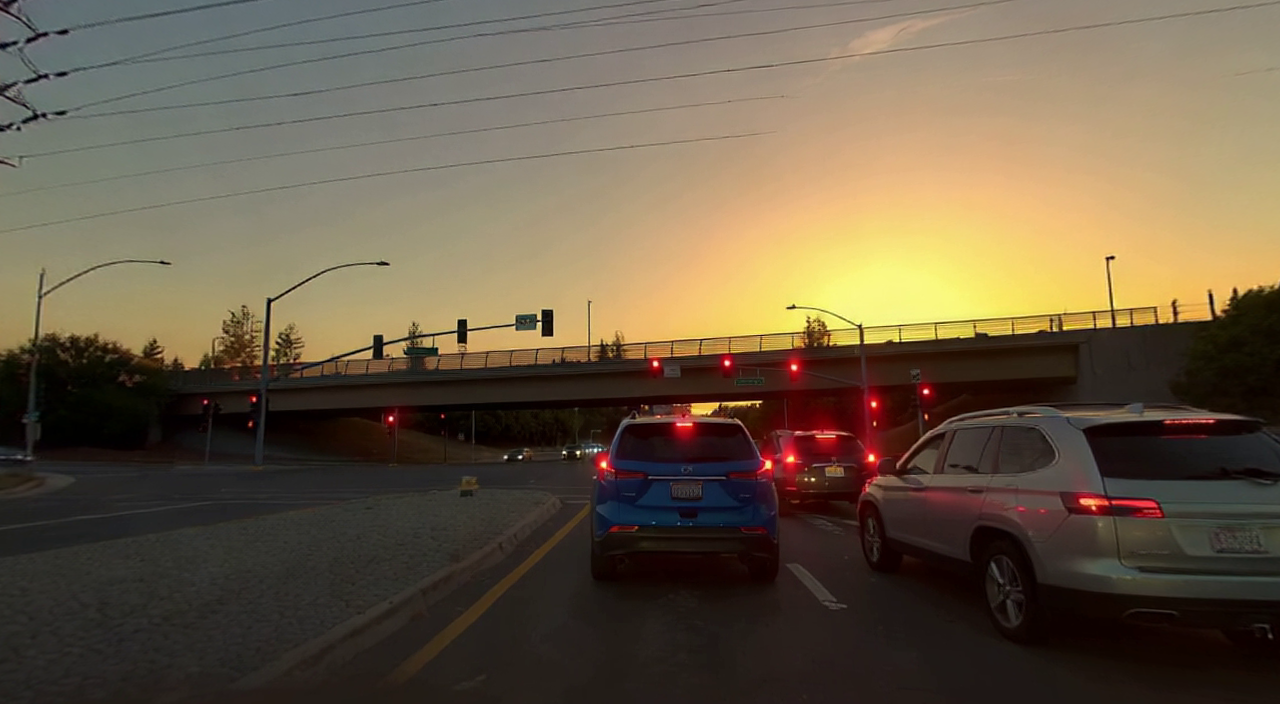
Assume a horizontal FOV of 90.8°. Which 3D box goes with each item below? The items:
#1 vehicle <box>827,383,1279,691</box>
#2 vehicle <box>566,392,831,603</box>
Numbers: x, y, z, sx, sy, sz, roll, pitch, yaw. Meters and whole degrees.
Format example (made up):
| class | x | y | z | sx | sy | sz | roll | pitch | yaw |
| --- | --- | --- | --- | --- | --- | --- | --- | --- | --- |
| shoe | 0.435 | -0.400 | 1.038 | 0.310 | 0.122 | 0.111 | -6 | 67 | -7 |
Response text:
| class | x | y | z | sx | sy | sz | roll | pitch | yaw |
| --- | --- | --- | --- | --- | --- | --- | --- | --- | --- |
| vehicle | 3.410 | 1.336 | 5.786 | 1.990 | 1.649 | 4.625 | 0 | -8 | 0 |
| vehicle | 0.451 | 1.555 | 7.613 | 2.240 | 1.778 | 4.335 | 0 | -8 | -1 |
